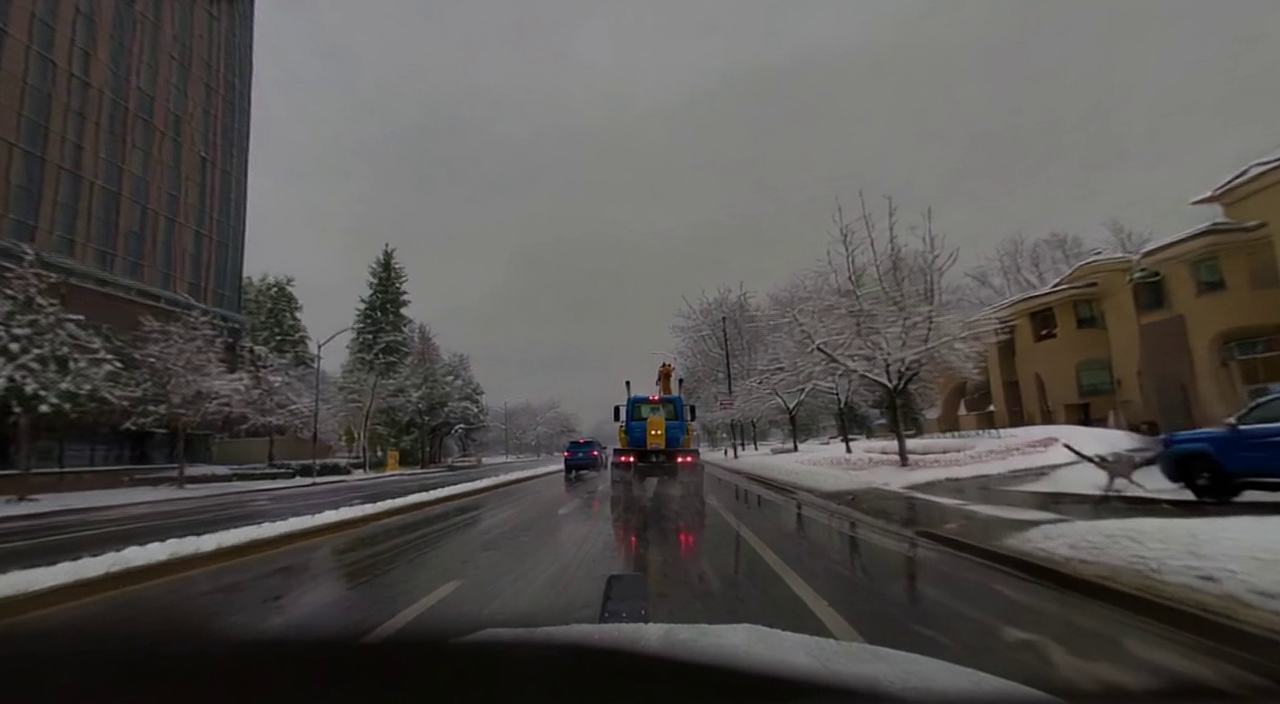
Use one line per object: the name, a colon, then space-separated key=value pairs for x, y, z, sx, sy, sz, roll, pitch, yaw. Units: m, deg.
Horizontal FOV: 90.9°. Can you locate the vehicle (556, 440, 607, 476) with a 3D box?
vehicle: x=-2.880 y=5.366 z=32.064 sx=2.081 sy=1.688 sz=4.235 roll=0 pitch=-9 yaw=2

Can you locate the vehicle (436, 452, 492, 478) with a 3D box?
vehicle: x=-11.027 y=7.055 z=39.785 sx=1.939 sy=1.496 sz=4.678 roll=-1 pitch=-9 yaw=3

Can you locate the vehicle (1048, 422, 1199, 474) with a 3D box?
vehicle: x=16.987 y=3.404 z=22.428 sx=1.845 sy=1.593 sz=3.941 roll=-2 pitch=-8 yaw=-8

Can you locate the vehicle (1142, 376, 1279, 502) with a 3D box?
vehicle: x=10.265 y=1.158 z=8.761 sx=2.186 sy=1.783 sz=4.716 roll=-1 pitch=-8 yaw=-9

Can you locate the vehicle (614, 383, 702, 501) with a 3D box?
vehicle: x=0.475 y=3.535 z=24.559 sx=2.552 sy=3.461 sz=11.044 roll=-2 pitch=-9 yaw=-1
